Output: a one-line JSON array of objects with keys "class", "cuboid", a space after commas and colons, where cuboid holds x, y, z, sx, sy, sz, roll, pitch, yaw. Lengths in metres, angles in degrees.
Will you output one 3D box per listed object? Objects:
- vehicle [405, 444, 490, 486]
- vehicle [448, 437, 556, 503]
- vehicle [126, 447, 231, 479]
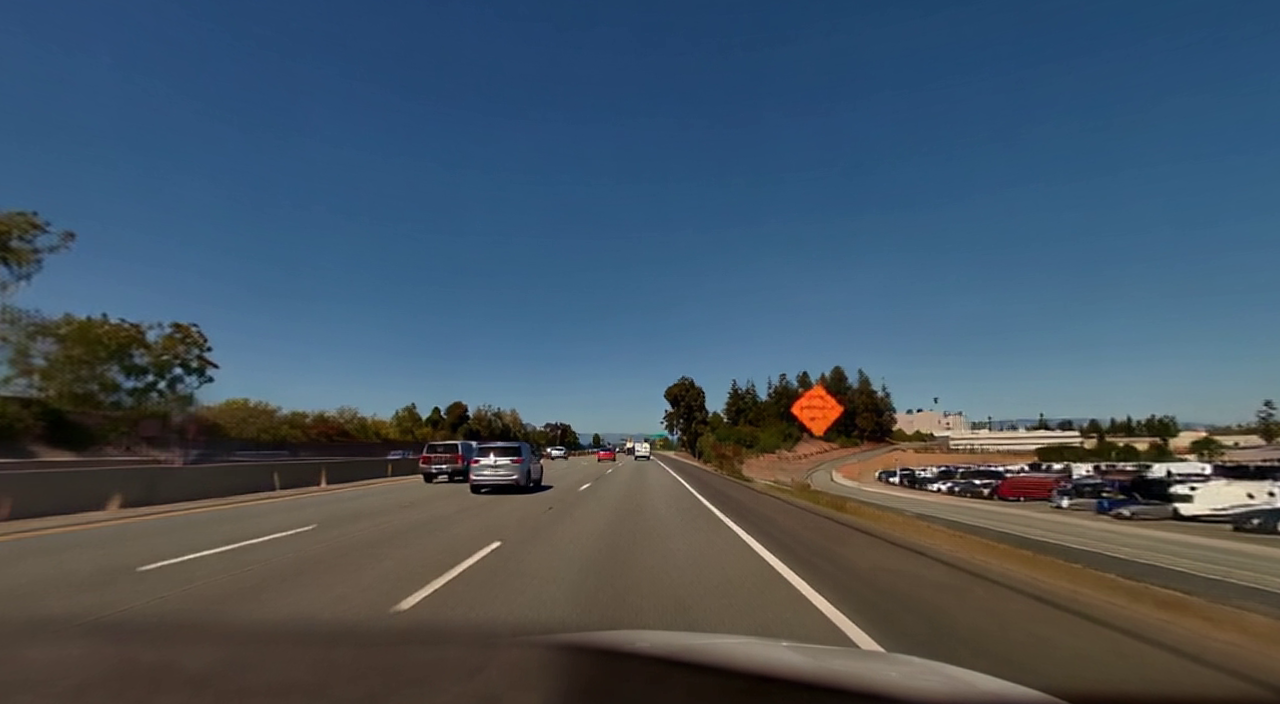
[{"class": "vehicle", "cuboid": [-7.635, 4.502, 25.456, 1.991, 1.538, 4.360, 0, -9, 1]}, {"class": "vehicle", "cuboid": [-3.840, 3.352, 18.338, 2.070, 1.665, 4.213, 0, -9, 1]}, {"class": "vehicle", "cuboid": [-29.250, 7.031, 40.199, 2.215, 1.881, 5.812, 0, -9, 1]}]
